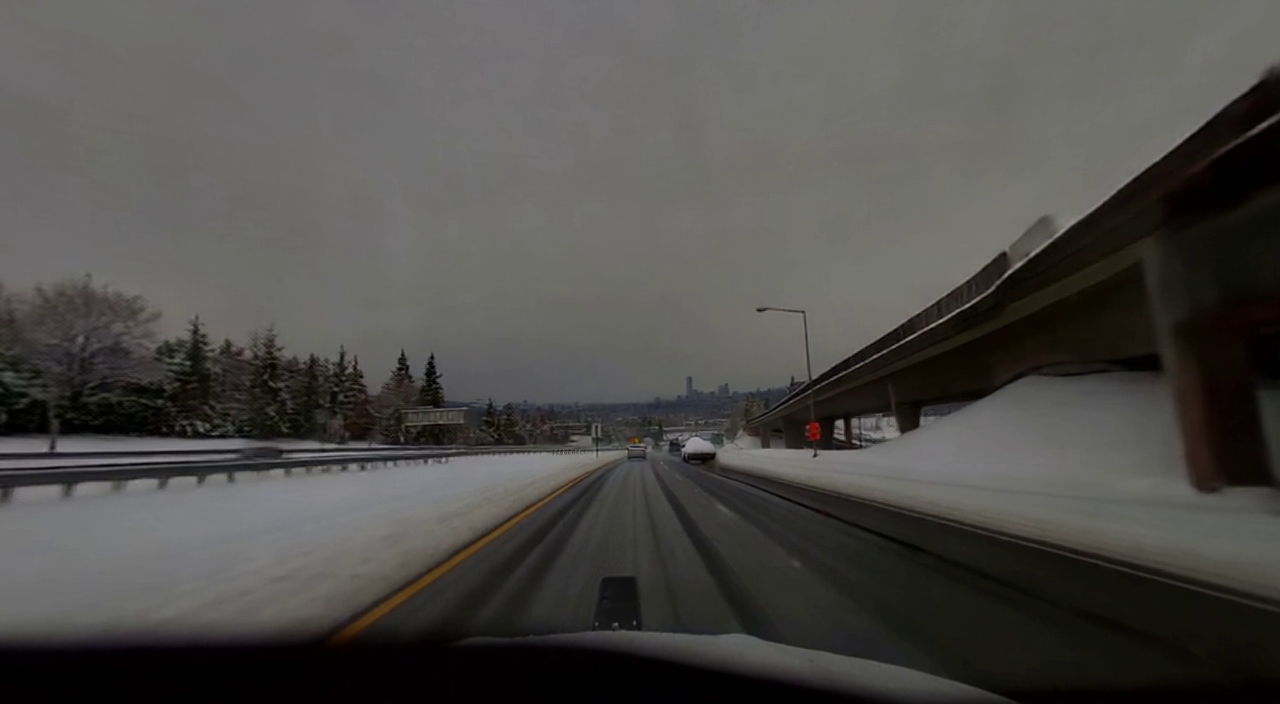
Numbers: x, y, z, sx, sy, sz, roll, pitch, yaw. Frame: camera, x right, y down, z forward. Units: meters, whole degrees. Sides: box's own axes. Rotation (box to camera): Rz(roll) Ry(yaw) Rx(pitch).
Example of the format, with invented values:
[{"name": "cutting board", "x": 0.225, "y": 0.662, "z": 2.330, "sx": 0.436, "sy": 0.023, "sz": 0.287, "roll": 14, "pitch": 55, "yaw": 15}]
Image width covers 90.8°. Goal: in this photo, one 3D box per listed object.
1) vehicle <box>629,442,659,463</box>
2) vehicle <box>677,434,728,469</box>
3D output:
[{"name": "vehicle", "x": 0.333, "y": 7.323, "z": 46.036, "sx": 2.046, "sy": 1.475, "sz": 3.784, "roll": 0, "pitch": -9, "yaw": 1}, {"name": "vehicle", "x": 3.373, "y": 5.522, "z": 35.166, "sx": 2.226, "sy": 1.779, "sz": 4.835, "roll": 0, "pitch": -9, "yaw": -1}]
